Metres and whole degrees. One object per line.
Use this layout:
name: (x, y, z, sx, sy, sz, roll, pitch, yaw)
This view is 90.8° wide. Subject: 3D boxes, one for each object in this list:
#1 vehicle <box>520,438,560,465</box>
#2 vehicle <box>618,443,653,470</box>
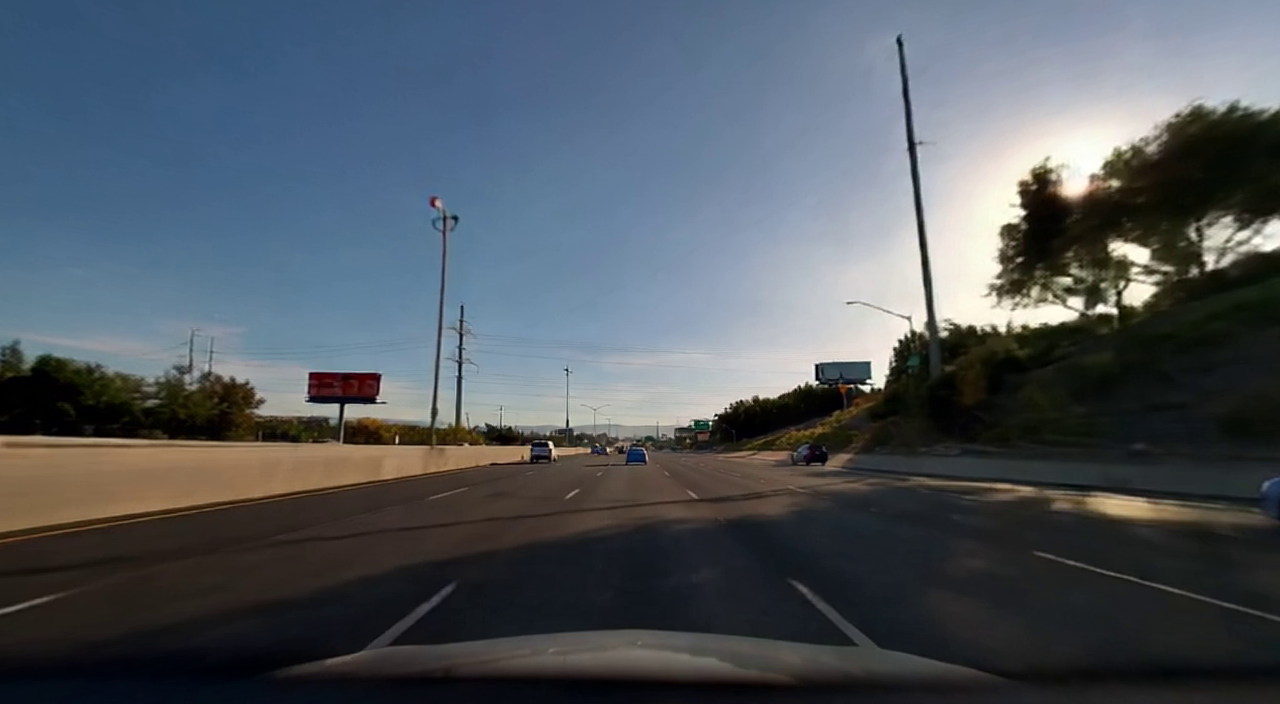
vehicle: (-7.445, 7.465, 47.431, 2.177, 1.929, 4.706, 0, -8, 1)
vehicle: (-0.289, 6.474, 39.227, 2.074, 1.574, 3.971, 0, -8, -1)
